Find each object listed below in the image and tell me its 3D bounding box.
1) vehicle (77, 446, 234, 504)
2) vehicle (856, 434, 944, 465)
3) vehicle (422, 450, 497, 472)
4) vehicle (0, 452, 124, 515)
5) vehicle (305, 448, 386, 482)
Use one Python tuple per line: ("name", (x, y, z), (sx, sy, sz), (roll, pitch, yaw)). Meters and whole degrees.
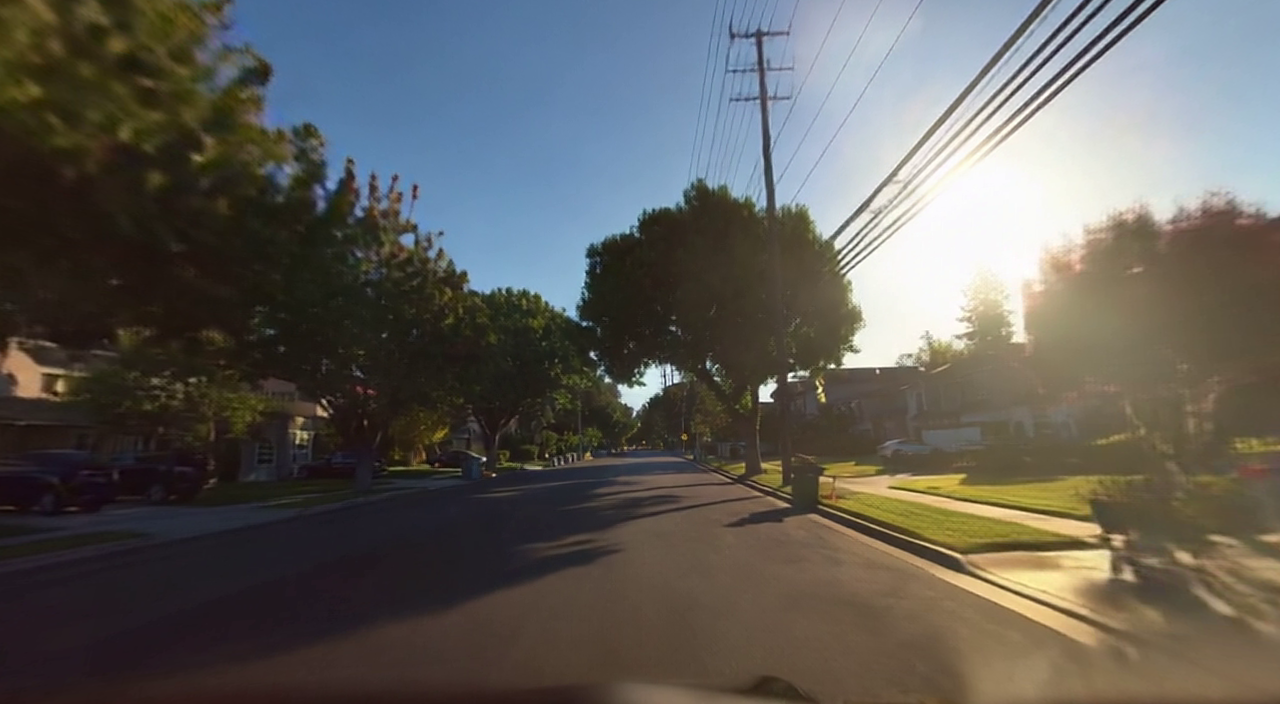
("vehicle", (-15.542, 3.940, 20.314), (4.265, 1.583, 1.913), (-6, -9, 19))
("vehicle", (14.551, 5.469, 35.485), (4.078, 1.516, 1.798), (-3, -9, 3))
("vehicle", (-12.666, 7.673, 44.463), (4.718, 1.454, 1.843), (-1, -9, 6))
("vehicle", (-16.799, 3.422, 16.715), (4.519, 1.508, 2.018), (0, -9, 1))
("vehicle", (-15.264, 5.867, 33.088), (1.816, 1.614, 4.866), (0, -8, 1))
